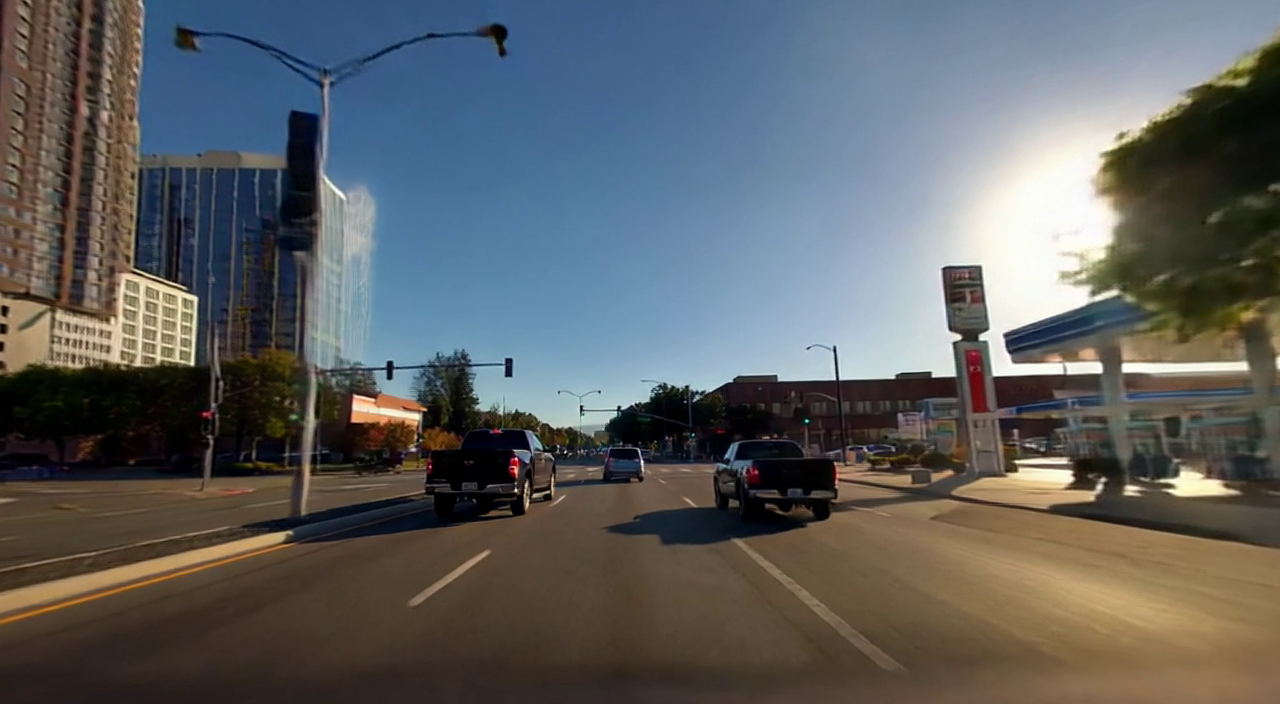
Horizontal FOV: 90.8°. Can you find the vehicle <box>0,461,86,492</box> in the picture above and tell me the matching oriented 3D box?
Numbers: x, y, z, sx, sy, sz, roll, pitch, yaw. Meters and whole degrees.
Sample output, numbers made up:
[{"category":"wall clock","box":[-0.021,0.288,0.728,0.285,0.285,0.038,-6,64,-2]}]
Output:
[{"category":"vehicle","box":[-36.016,7.323,37.265,1.929,1.636,4.589,-7,-11,38]}]

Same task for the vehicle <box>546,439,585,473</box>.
[{"category":"vehicle","box":[-4.839,6.661,40.827,2.321,2.026,5.307,1,-9,-7]}]

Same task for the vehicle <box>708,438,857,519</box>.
[{"category":"vehicle","box":[2.878,2.675,13.956,2.061,1.487,4.462,0,-8,-3]}]

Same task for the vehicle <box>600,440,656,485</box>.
[{"category":"vehicle","box":[-0.499,4.349,25.134,2.029,1.605,3.827,0,-8,-2]}]

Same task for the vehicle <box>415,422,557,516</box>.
[{"category":"vehicle","box":[-3.519,2.808,15.808,2.195,1.905,5.634,0,-8,-1]}]
